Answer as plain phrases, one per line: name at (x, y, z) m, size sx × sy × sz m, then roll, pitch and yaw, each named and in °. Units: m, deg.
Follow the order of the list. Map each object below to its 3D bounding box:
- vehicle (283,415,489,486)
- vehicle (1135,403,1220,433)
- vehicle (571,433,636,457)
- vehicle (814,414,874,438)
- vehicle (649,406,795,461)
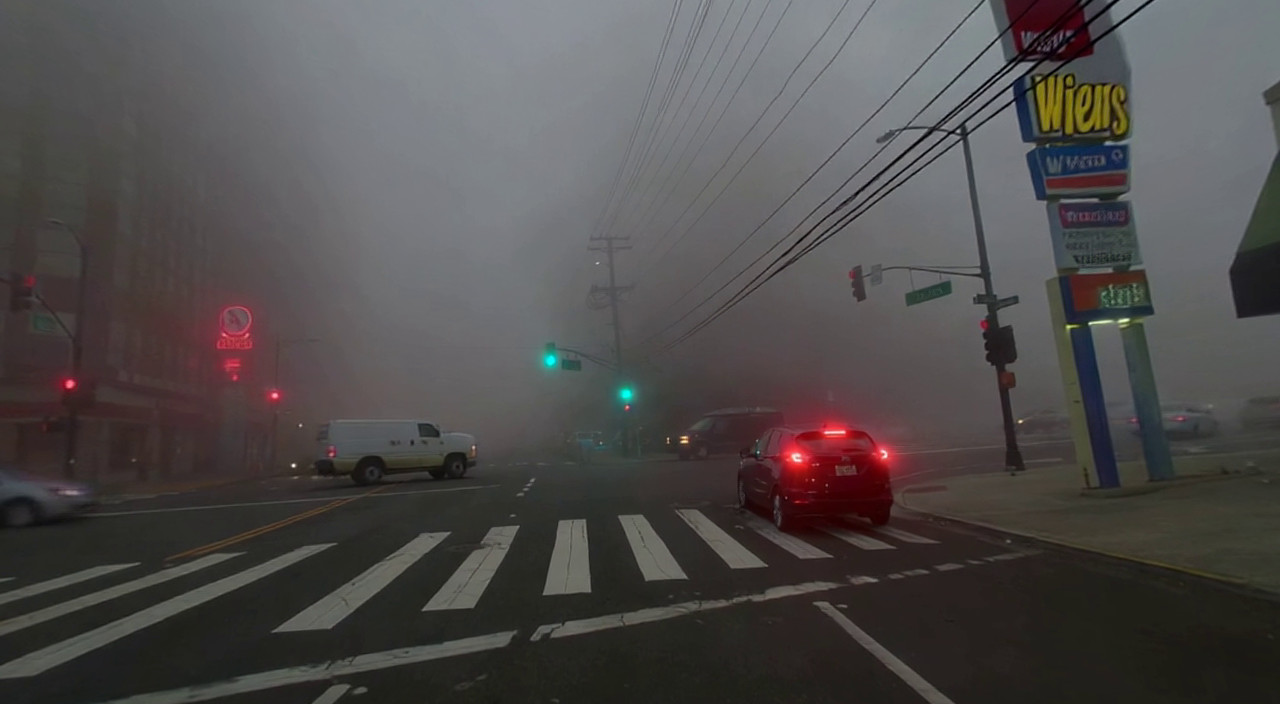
vehicle at (-7.858, 3.101, 20.070) m, size 5.603 × 1.938 × 2.081 m, roll 8°, pitch -11°, yaw -43°
vehicle at (29.002, 3.591, 34.051) m, size 4.499 × 1.524 × 1.784 m, roll 4°, pitch -9°, yaw -28°
vehicle at (-2.692, 6.807, 46.382) m, size 4.591 × 1.686 × 1.816 m, roll 1°, pitch -9°, yaw -11°
vehicle at (16.000, 5.833, 49.425) m, size 4.589 × 1.730 × 1.801 m, roll 4°, pitch -10°, yaw -31°
vehicle at (3.354, 3.336, 25.573) m, size 5.588 × 1.985 × 2.374 m, roll 5°, pitch -10°, yaw -32°
